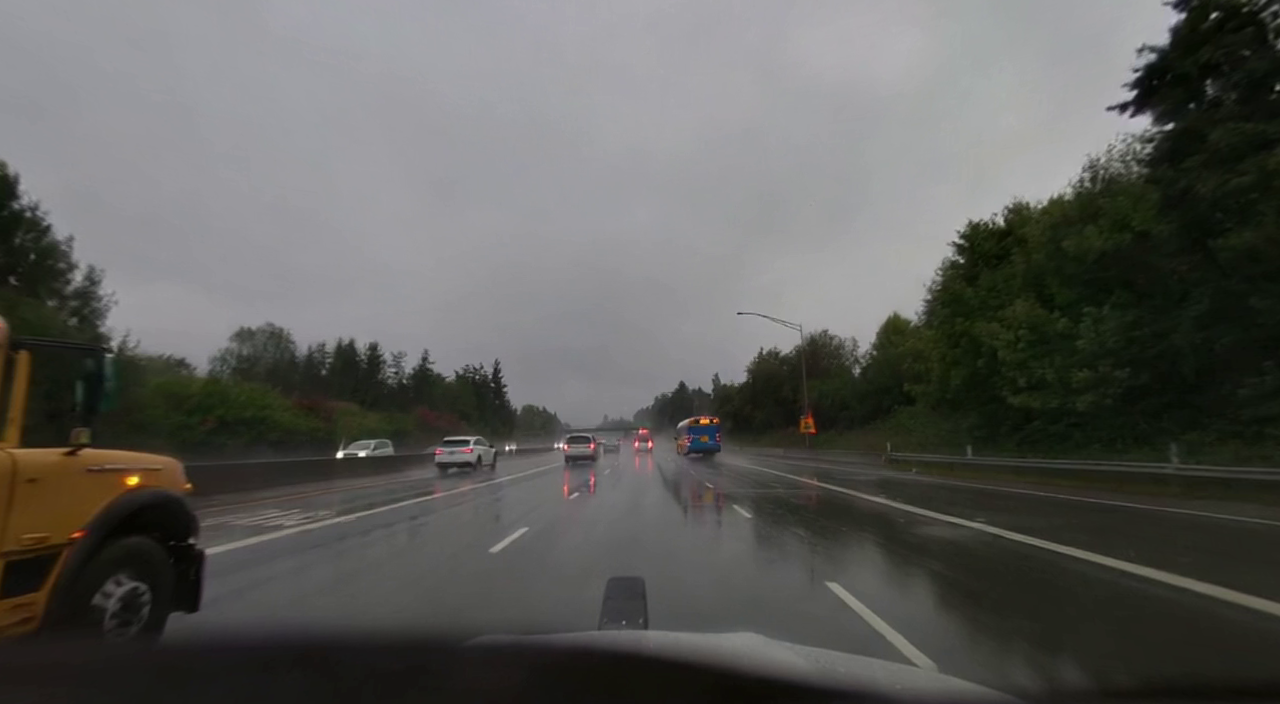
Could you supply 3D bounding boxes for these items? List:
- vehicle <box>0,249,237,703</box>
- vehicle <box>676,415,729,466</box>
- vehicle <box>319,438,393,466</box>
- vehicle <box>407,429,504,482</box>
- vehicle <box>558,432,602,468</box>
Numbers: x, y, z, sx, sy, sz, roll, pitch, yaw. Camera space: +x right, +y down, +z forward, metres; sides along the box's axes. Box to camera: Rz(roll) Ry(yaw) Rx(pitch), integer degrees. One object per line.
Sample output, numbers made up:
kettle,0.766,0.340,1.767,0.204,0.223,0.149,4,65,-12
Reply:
vehicle,-3.576,0.374,0.621,2.401,1.977,5.888,0,-8,1
vehicle,3.761,5.536,39.321,2.573,2.828,6.754,0,-8,0
vehicle,-18.960,6.726,42.486,2.484,1.728,5.420,0,-8,-1
vehicle,-7.108,4.048,24.954,2.217,1.870,5.075,0,-8,1
vehicle,-3.351,5.579,36.043,2.016,1.898,4.458,0,-8,1
